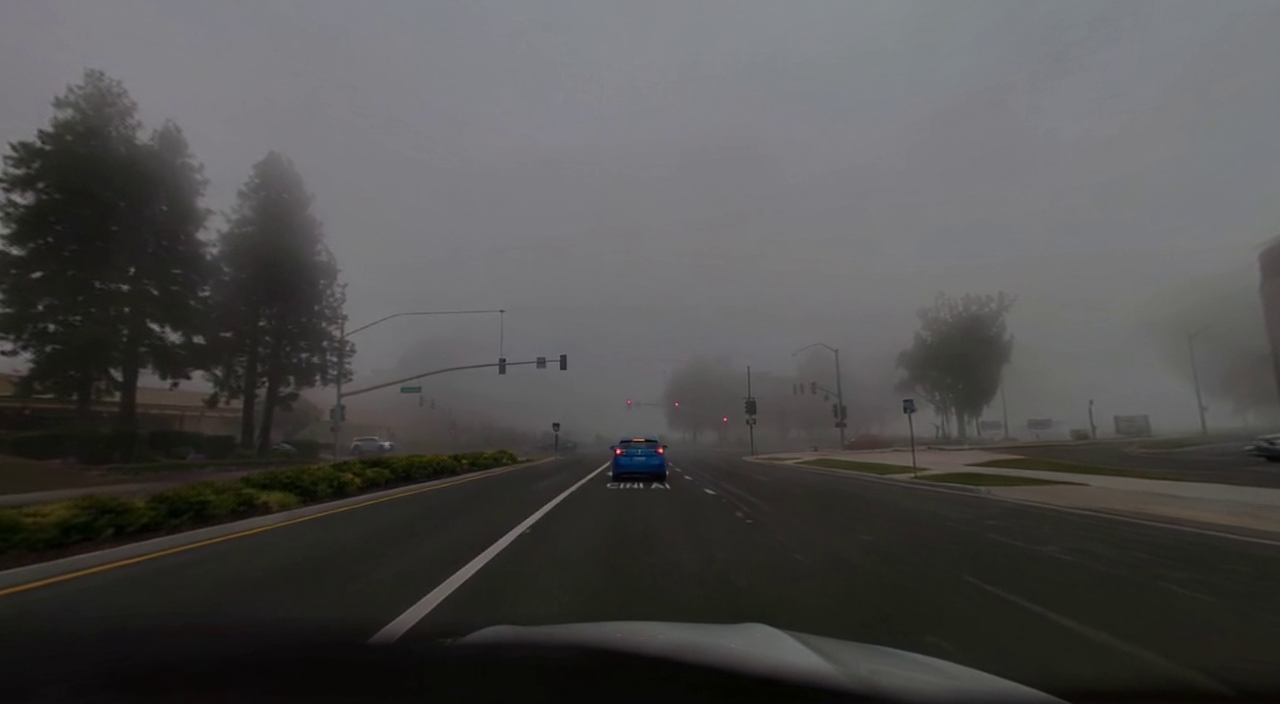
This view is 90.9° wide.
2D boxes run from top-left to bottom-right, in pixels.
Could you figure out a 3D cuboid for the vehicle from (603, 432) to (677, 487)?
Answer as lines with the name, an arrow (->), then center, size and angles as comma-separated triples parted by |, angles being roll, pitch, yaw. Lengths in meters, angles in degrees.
vehicle -> -0.049, 3.288, 19.651 | 2.028, 1.478, 4.545 | 0, -8, -1
